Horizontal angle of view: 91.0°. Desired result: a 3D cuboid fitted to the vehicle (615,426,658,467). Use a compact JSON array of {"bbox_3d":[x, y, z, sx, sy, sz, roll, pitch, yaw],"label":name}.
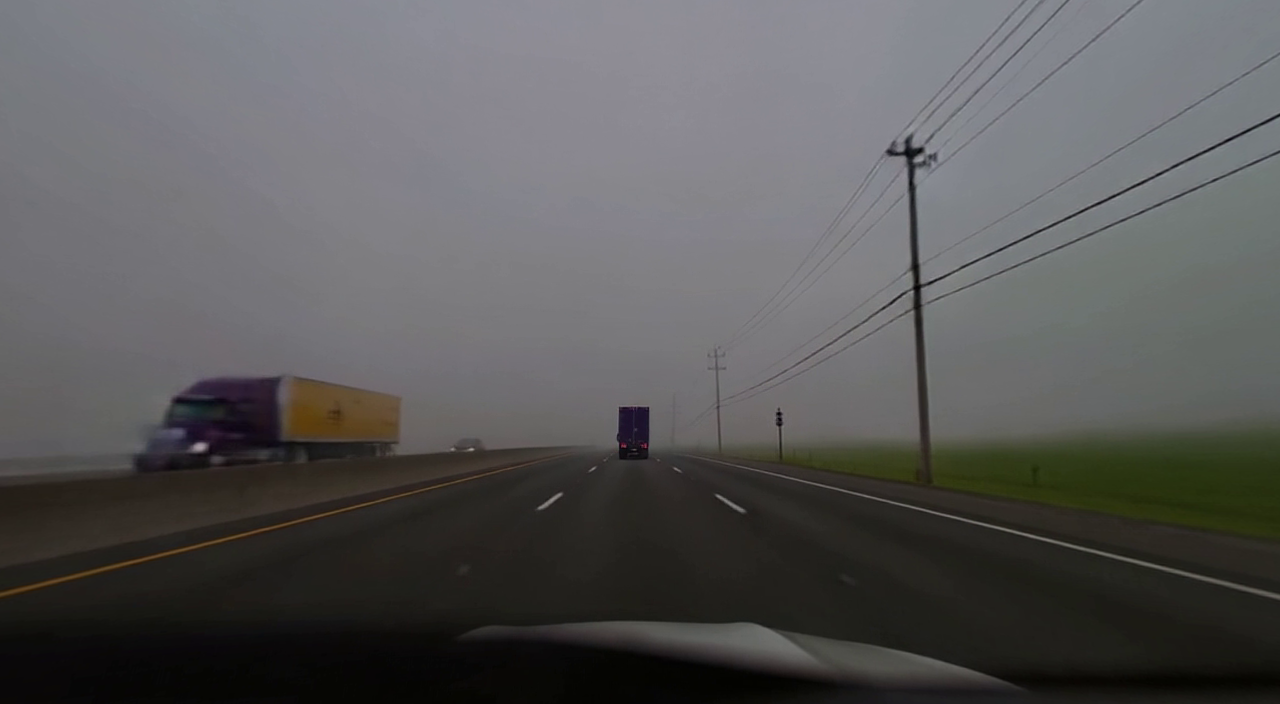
[{"bbox_3d":[-0.256,5.285,35.205,2.240,2.129,4.480,0,-8,-2],"label":"vehicle"}]
